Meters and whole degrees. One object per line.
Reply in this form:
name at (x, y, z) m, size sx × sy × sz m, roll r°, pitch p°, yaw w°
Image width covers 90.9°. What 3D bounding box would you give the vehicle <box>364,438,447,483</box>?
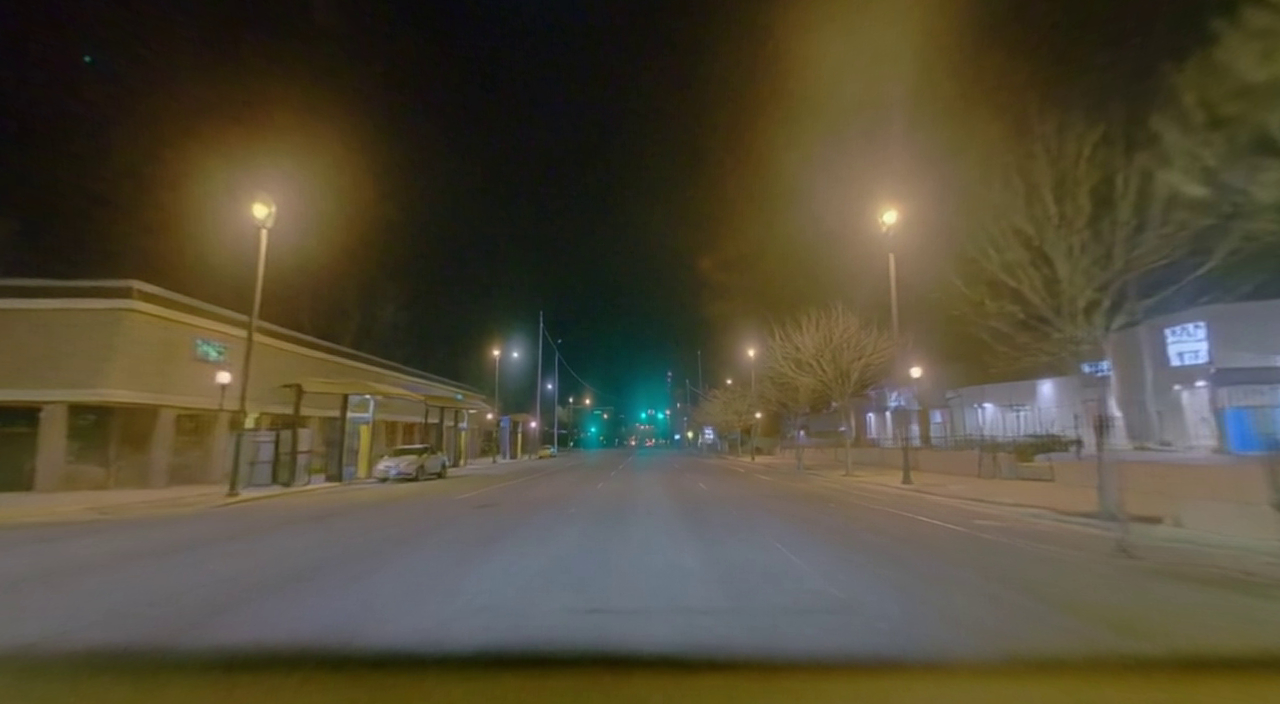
vehicle at (-10.678, 4.933, 29.147) m, size 2.060 × 1.796 × 4.675 m, roll -2°, pitch -7°, yaw 0°
